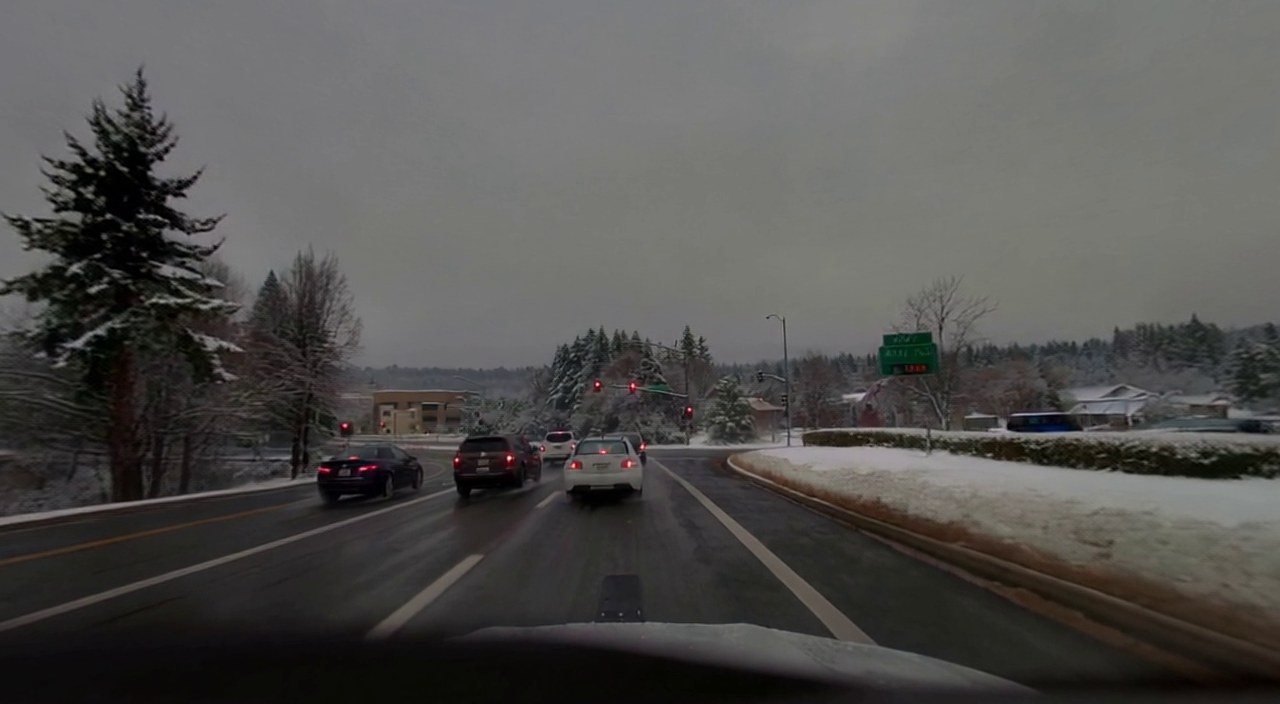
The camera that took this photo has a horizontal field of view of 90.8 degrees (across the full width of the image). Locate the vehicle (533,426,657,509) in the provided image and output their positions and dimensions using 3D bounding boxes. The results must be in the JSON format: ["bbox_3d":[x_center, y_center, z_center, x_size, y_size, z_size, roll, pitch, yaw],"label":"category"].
[{"bbox_3d":[-0.823,2.416,13.698,2.231,1.481,4.489,0,-8,0],"label":"vehicle"}]

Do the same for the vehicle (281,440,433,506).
[{"bbox_3d":[-7.052,3.036,16.350,1.852,1.458,4.422,0,-8,1],"label":"vehicle"}]

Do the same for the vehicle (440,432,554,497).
[{"bbox_3d":[-3.590,2.919,16.769,1.920,1.480,4.549,0,-8,1],"label":"vehicle"}]

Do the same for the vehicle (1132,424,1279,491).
[{"bbox_3d":[14.774,2.561,15.635,4.605,1.430,2.086,4,-9,-25],"label":"vehicle"}]
